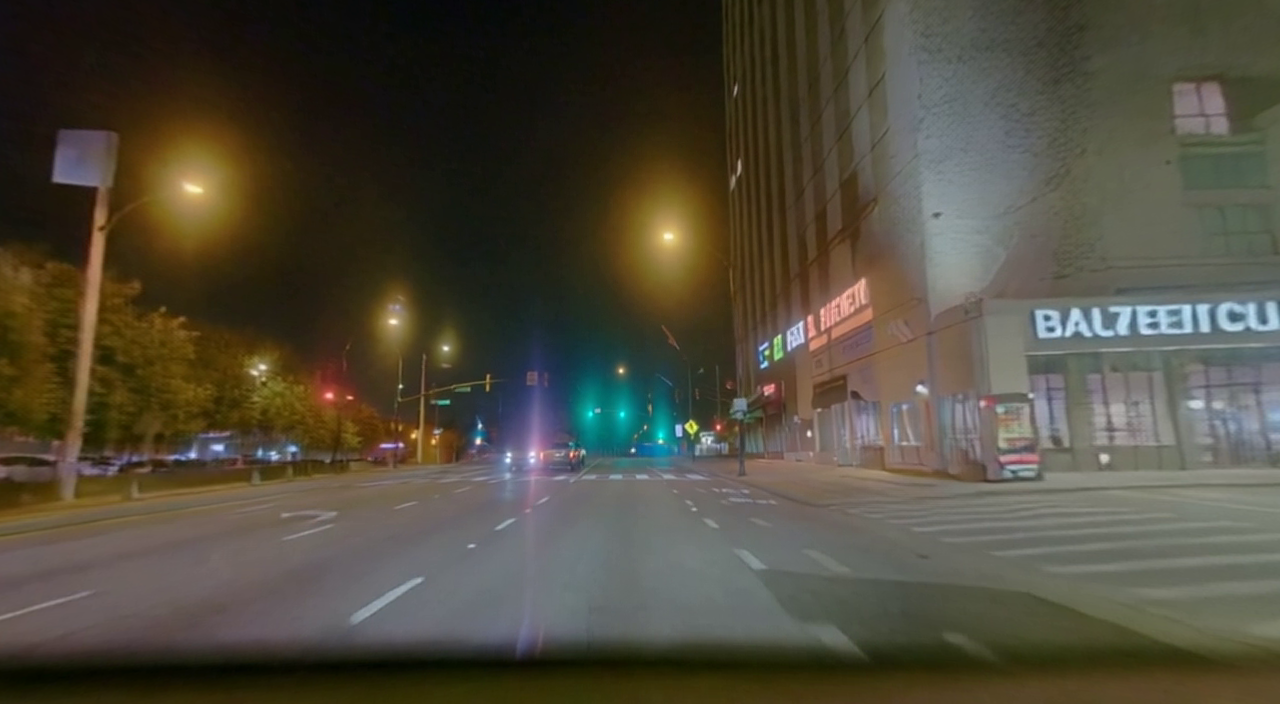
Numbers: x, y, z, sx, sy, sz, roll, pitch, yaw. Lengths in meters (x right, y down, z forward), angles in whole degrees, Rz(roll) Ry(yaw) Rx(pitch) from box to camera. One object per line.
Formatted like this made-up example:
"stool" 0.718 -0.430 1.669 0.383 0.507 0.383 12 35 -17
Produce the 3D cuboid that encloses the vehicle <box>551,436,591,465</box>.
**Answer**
"vehicle" -4.809 6.935 44.704 2.371 1.926 5.099 0 -8 -2

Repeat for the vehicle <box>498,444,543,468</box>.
"vehicle" -7.422 6.475 39.496 2.010 1.455 4.271 0 -8 0
